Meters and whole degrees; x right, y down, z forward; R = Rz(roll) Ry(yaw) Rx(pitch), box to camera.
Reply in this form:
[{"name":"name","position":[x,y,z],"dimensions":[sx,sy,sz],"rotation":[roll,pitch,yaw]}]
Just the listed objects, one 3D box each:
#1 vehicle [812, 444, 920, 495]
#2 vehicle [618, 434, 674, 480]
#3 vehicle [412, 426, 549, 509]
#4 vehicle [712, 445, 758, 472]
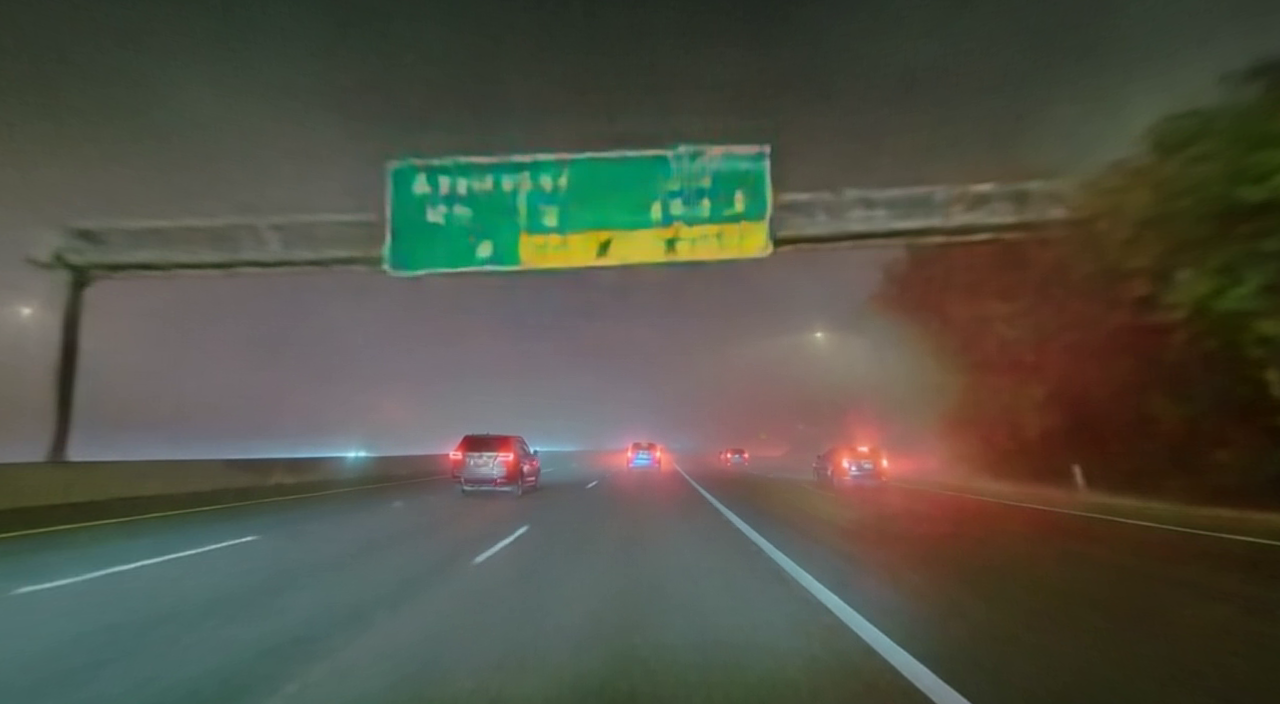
[{"name":"vehicle","position":[7.185,3.765,20.564],"dimensions":[1.936,1.480,4.373],"rotation":[0,-9,0]},{"name":"vehicle","position":[0.289,4.672,28.172],"dimensions":[2.270,1.862,4.949],"rotation":[0,-9,1]},{"name":"vehicle","position":[-3.725,2.798,15.644],"dimensions":[2.142,1.759,4.297],"rotation":[0,-9,2]},{"name":"vehicle","position":[5.503,6.236,37.085],"dimensions":[2.005,1.456,4.287],"rotation":[0,-9,0]}]
